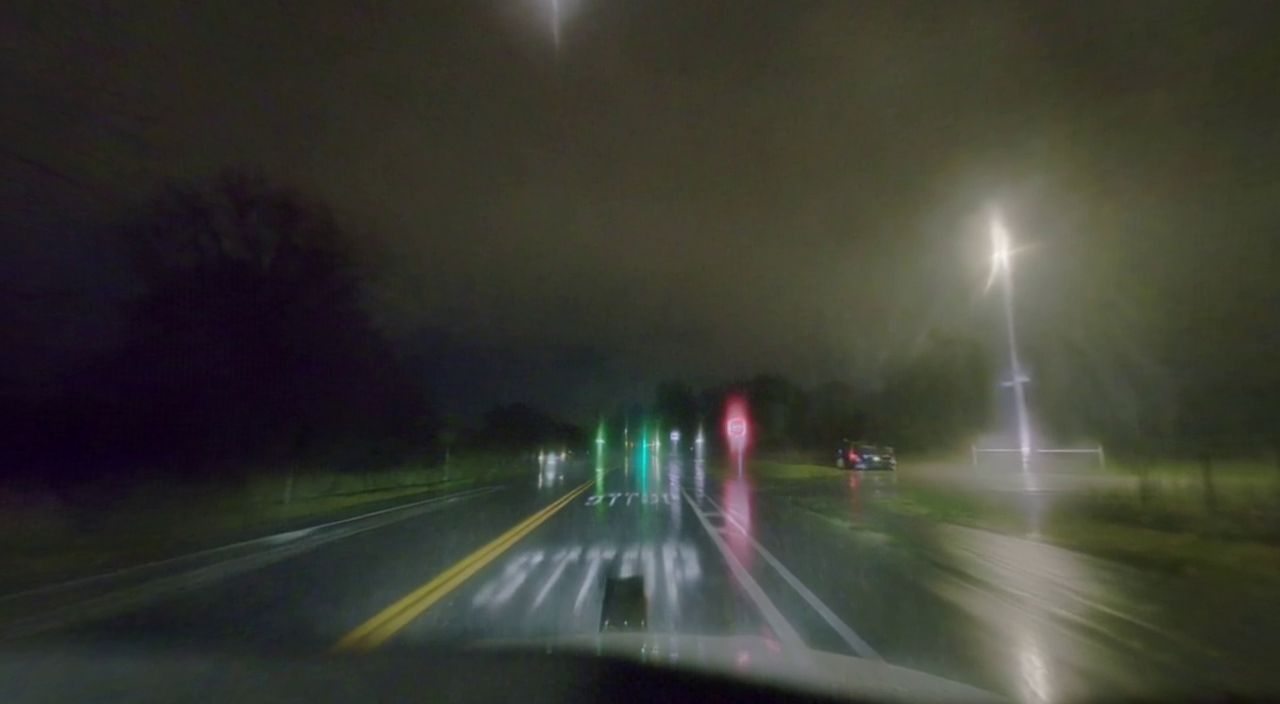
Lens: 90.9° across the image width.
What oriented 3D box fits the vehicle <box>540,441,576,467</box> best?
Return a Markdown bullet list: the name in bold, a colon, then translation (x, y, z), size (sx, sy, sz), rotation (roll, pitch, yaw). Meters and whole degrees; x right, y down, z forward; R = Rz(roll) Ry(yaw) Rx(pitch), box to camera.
- **vehicle**: translation (-6.026, 7.581, 46.592), size (1.992, 1.797, 4.372), rotation (-1, -10, 1)
